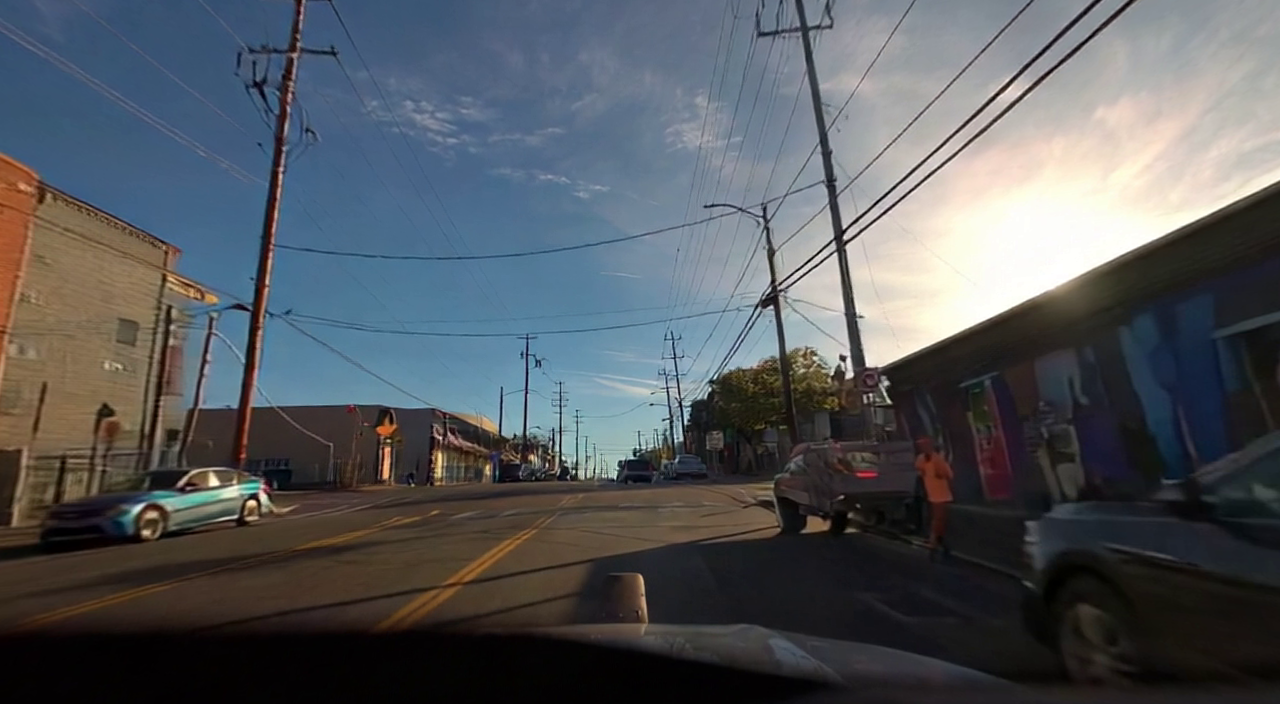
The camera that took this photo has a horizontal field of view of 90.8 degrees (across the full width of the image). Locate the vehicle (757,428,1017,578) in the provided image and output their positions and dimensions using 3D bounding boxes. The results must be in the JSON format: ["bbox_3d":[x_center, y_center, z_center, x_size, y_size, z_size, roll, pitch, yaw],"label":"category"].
[{"bbox_3d":[3.144,2.016,9.334,1.941,1.634,4.674,0,-9,0],"label":"vehicle"}]

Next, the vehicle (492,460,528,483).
[{"bbox_3d":[-10.190,9.443,49.789,1.923,1.542,4.572,-4,-12,-1],"label":"vehicle"}]

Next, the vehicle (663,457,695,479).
[{"bbox_3d":[2.922,8.778,48.116,1.910,1.512,4.274,0,-9,-3],"label":"vehicle"}]

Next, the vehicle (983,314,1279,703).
[{"bbox_3d":[3.235,0.671,1.536,2.102,1.765,4.674,0,-9,-1],"label":"vehicle"}]

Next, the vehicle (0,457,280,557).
[{"bbox_3d":[-9.967,3.118,13.202,2.079,1.550,4.865,-3,-11,-1],"label":"vehicle"}]

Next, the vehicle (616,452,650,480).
[{"bbox_3d":[-0.483,7.762,43.191,2.190,1.783,4.048,0,-9,0],"label":"vehicle"}]
